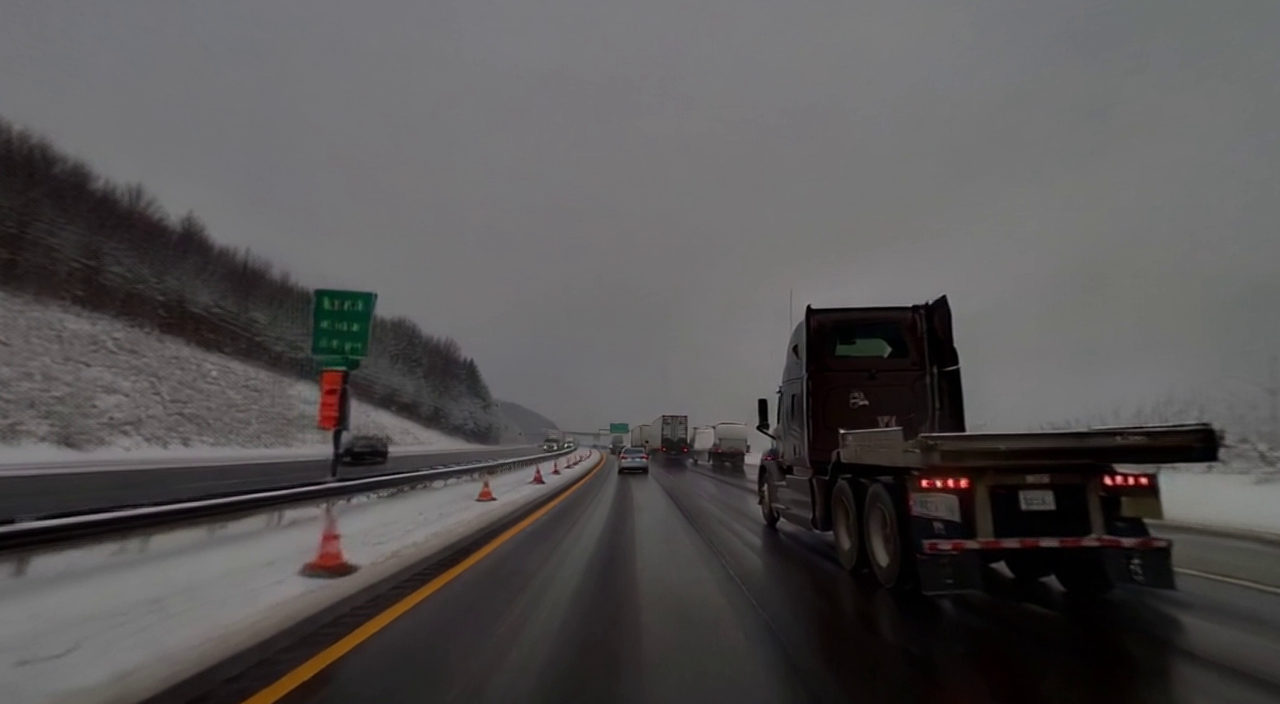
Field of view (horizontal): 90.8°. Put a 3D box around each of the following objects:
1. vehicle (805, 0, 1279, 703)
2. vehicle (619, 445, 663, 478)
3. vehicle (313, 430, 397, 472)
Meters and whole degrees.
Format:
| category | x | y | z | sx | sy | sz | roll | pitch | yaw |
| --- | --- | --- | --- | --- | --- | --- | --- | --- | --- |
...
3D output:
| category | x | y | z | sx | sy | sz | roll | pitch | yaw |
| --- | --- | --- | --- | --- | --- | --- | --- | --- | --- |
| vehicle | 3.633 | -0.393 | 1.509 | 2.874 | 4.065 | 14.243 | 0 | -9 | 1 |
| vehicle | 0.021 | 5.078 | 29.502 | 1.927 | 1.437 | 3.794 | 0 | -9 | -1 |
| vehicle | -13.133 | 4.613 | 29.390 | 2.012 | 1.783 | 4.216 | 0 | -9 | -1 |
